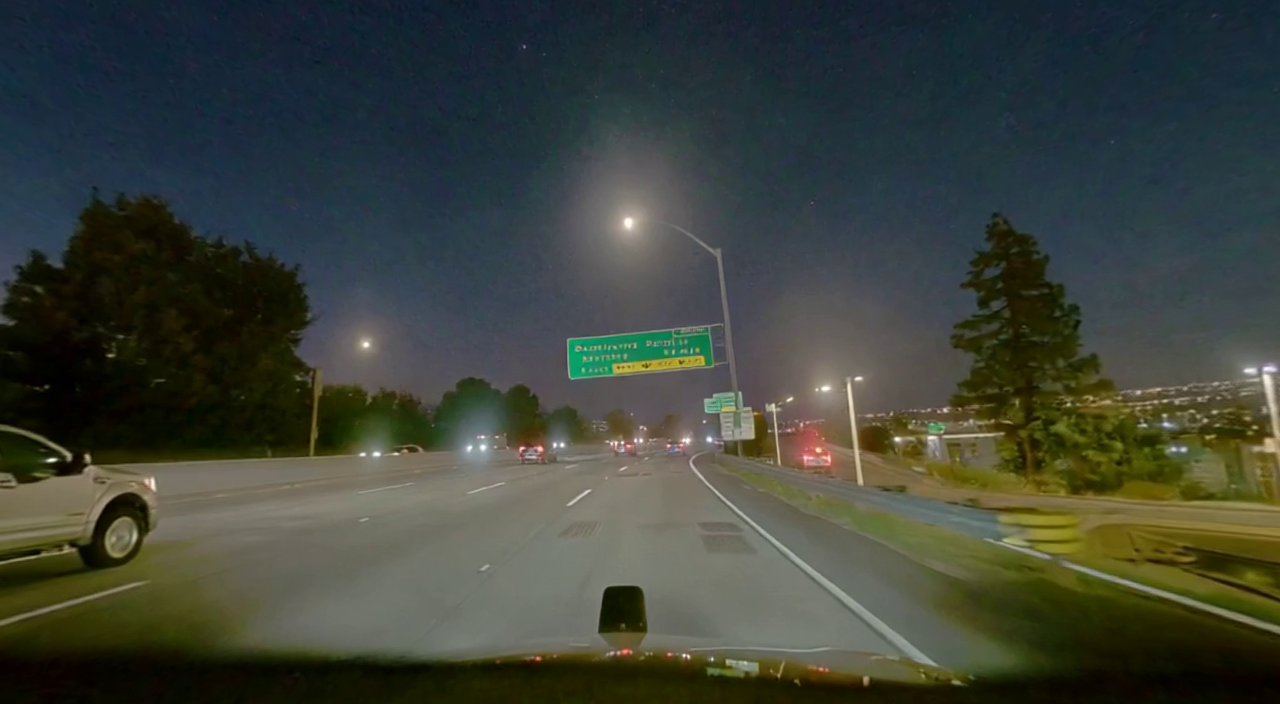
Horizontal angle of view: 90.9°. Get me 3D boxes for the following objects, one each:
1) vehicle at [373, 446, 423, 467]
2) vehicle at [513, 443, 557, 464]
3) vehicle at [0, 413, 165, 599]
[{"bbox_3d":[-18.117,7.819,47.321,1.811,1.438,4.073,-1,-8,5],"label":"vehicle"},{"bbox_3d":[-7.826,7.638,47.478,2.038,1.494,4.729,-1,-8,5],"label":"vehicle"},{"bbox_3d":[-6.643,1.285,4.993,1.923,1.630,4.857,0,-8,1],"label":"vehicle"}]
